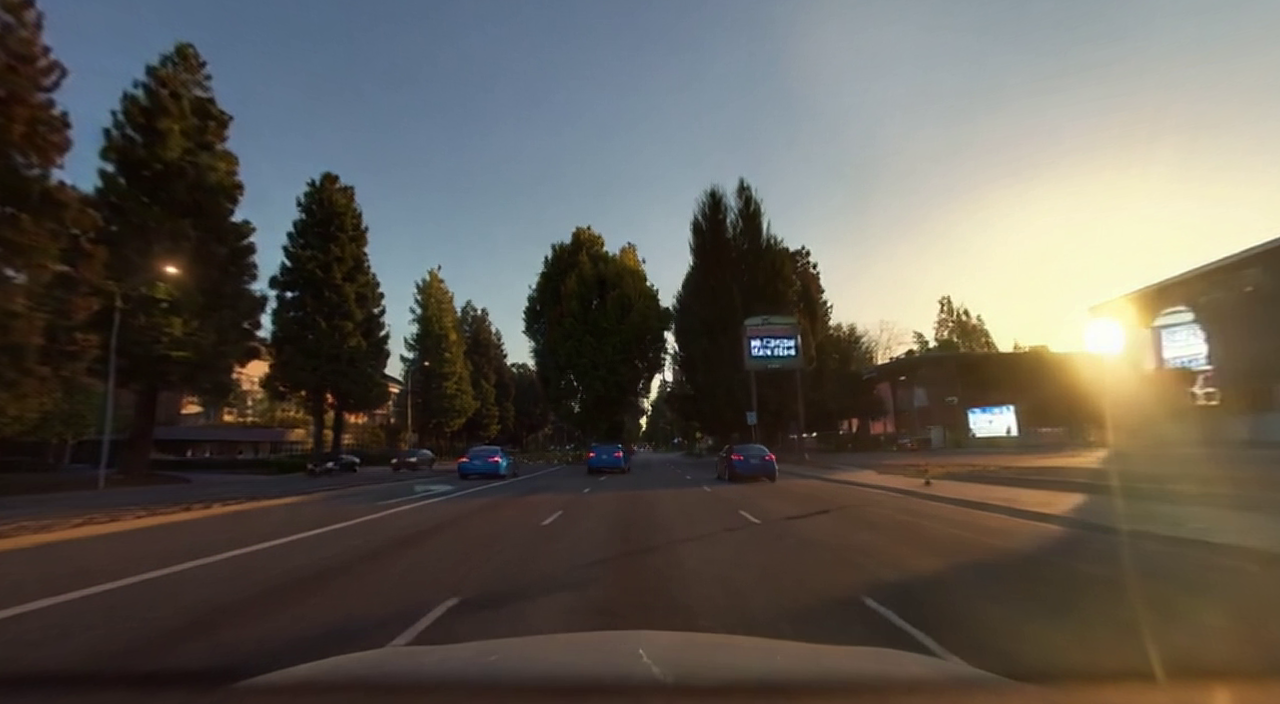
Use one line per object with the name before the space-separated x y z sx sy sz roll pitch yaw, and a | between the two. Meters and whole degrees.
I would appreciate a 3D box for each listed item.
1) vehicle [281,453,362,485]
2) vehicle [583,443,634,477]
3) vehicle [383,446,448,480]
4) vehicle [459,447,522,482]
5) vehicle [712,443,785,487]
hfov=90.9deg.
vehicle | -16.133 5.926 32.198 1.841 1.479 4.286 -1 -9 1
vehicle | -1.455 5.221 30.647 2.001 1.504 4.212 -1 -9 4
vehicle | -12.040 5.952 34.102 1.944 1.662 4.160 -1 -9 0
vehicle | -6.769 5.121 29.014 1.993 1.444 3.965 0 -9 -1
vehicle | 4.019 4.258 24.111 1.977 1.474 4.399 0 -9 -1
